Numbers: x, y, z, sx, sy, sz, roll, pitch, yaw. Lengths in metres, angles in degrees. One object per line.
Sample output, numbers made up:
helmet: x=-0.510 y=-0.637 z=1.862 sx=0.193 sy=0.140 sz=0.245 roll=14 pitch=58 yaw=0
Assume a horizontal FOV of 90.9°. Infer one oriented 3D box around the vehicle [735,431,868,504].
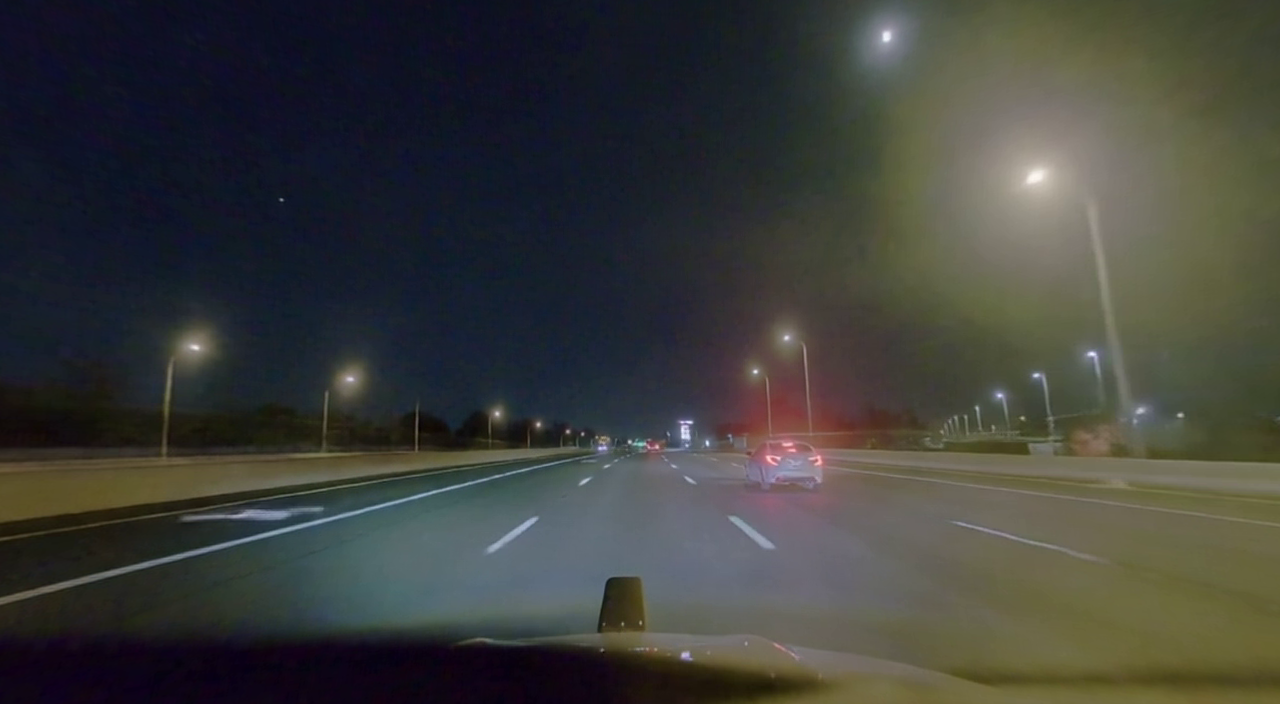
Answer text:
vehicle: x=3.701 y=2.737 z=15.429 sx=1.999 sy=1.492 sz=4.673 roll=0 pitch=-8 yaw=0
